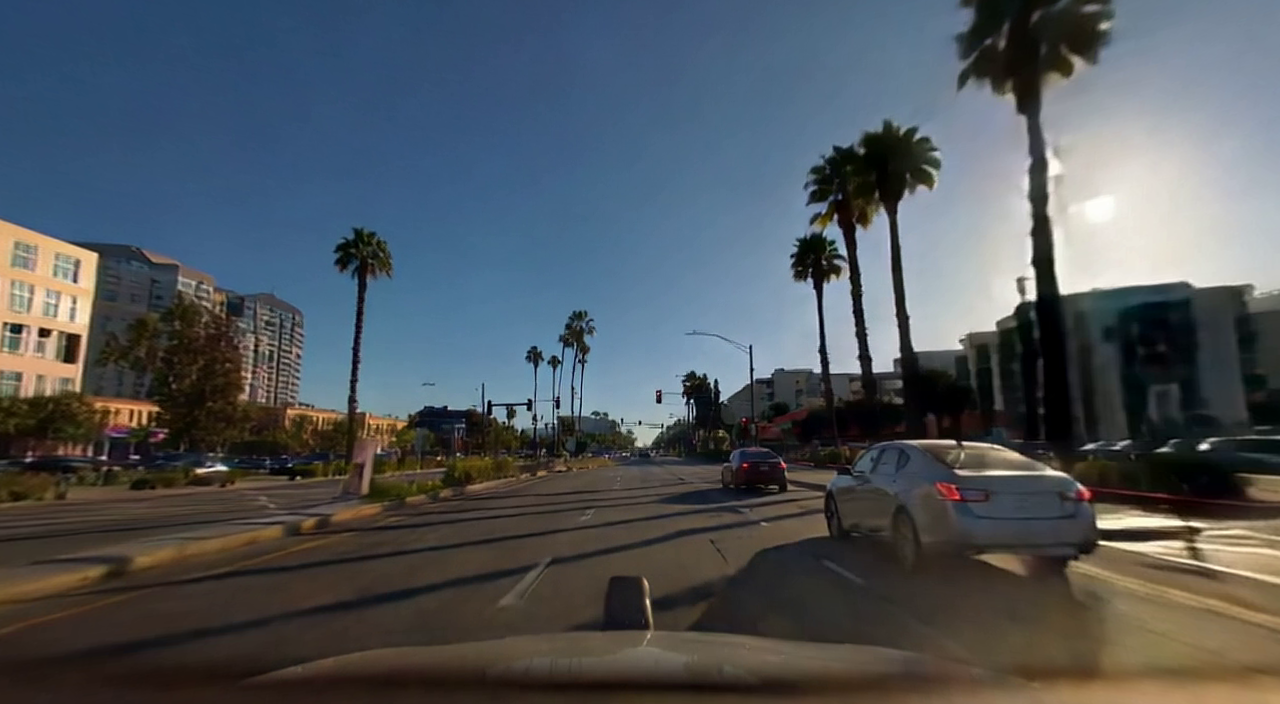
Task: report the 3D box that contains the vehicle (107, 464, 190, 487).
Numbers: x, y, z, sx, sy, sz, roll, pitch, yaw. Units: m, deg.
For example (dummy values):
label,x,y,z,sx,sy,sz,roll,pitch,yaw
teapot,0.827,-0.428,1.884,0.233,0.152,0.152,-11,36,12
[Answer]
label,x,y,z,sx,sy,sz,roll,pitch,yaw
vehicle,-32.965,8.265,42.304,4.252,1.419,1.997,-2,-9,11

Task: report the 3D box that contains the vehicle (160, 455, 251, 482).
label,x,y,z,sx,sy,sz,roll,pitch,yaw
vehicle,-31.491,8.457,45.781,4.978,1.873,2.164,0,-9,0

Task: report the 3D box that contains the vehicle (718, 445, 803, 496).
label,x,y,z,sx,sy,sz,roll,pitch,yaw
vehicle,3.862,3.867,21.085,1.870,1.467,4.800,0,-9,0

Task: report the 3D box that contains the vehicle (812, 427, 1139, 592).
label,x,y,z,sx,sy,sz,roll,pitch,yaw
vehicle,3.722,1.796,8.048,1.931,1.534,4.126,0,-9,1

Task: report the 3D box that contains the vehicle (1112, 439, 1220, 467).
label,x,y,z,sx,sy,sz,roll,pitch,yaw
vehicle,29.053,5.574,34.938,1.759,1.440,4.112,4,-9,-24

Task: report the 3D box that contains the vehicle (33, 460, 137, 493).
label,x,y,z,sx,sy,sz,roll,pitch,yaw
vehicle,-33.690,7.543,38.357,4.422,1.599,2.087,-4,-8,1
